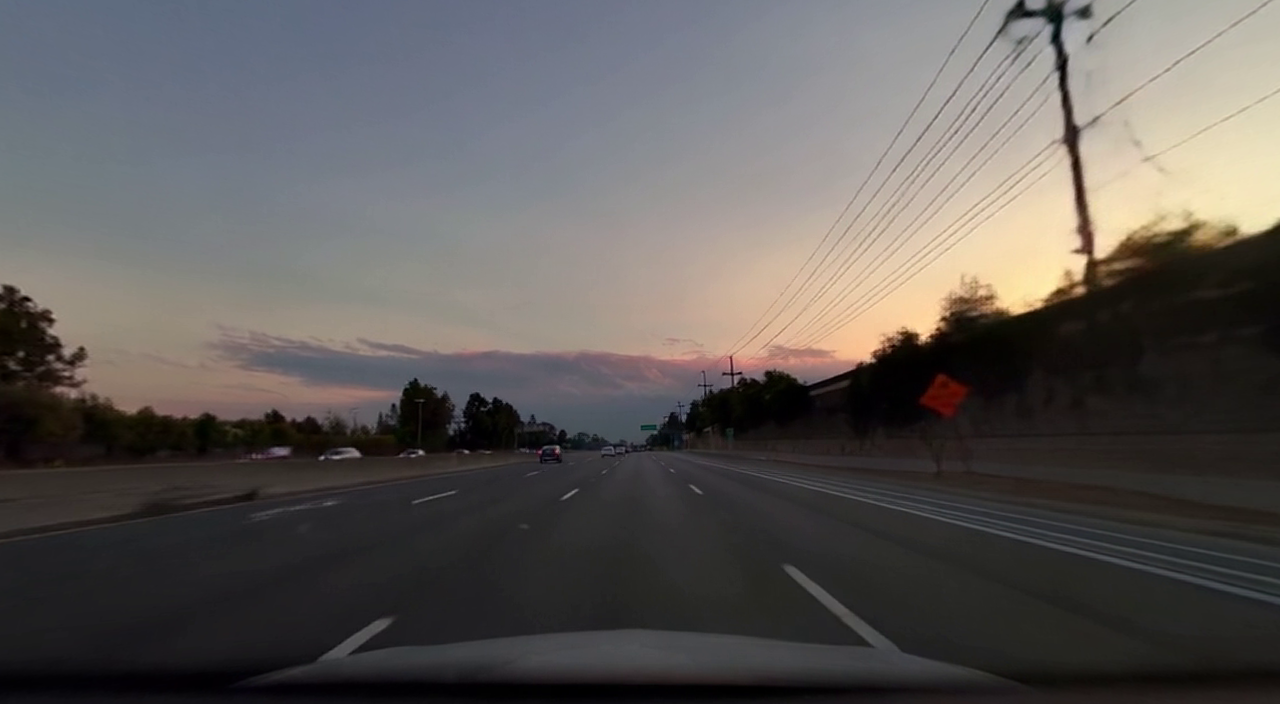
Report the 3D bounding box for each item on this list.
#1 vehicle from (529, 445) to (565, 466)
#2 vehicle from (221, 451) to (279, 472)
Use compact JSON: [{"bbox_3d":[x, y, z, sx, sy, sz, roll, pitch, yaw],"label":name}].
[{"bbox_3d":[-7.102,7.953,48.580,2.034,1.563,4.476,0,-9,0],"label":"vehicle"},{"bbox_3d":[-30.531,8.538,49.399,1.825,1.542,4.241,0,-9,-1],"label":"vehicle"}]
